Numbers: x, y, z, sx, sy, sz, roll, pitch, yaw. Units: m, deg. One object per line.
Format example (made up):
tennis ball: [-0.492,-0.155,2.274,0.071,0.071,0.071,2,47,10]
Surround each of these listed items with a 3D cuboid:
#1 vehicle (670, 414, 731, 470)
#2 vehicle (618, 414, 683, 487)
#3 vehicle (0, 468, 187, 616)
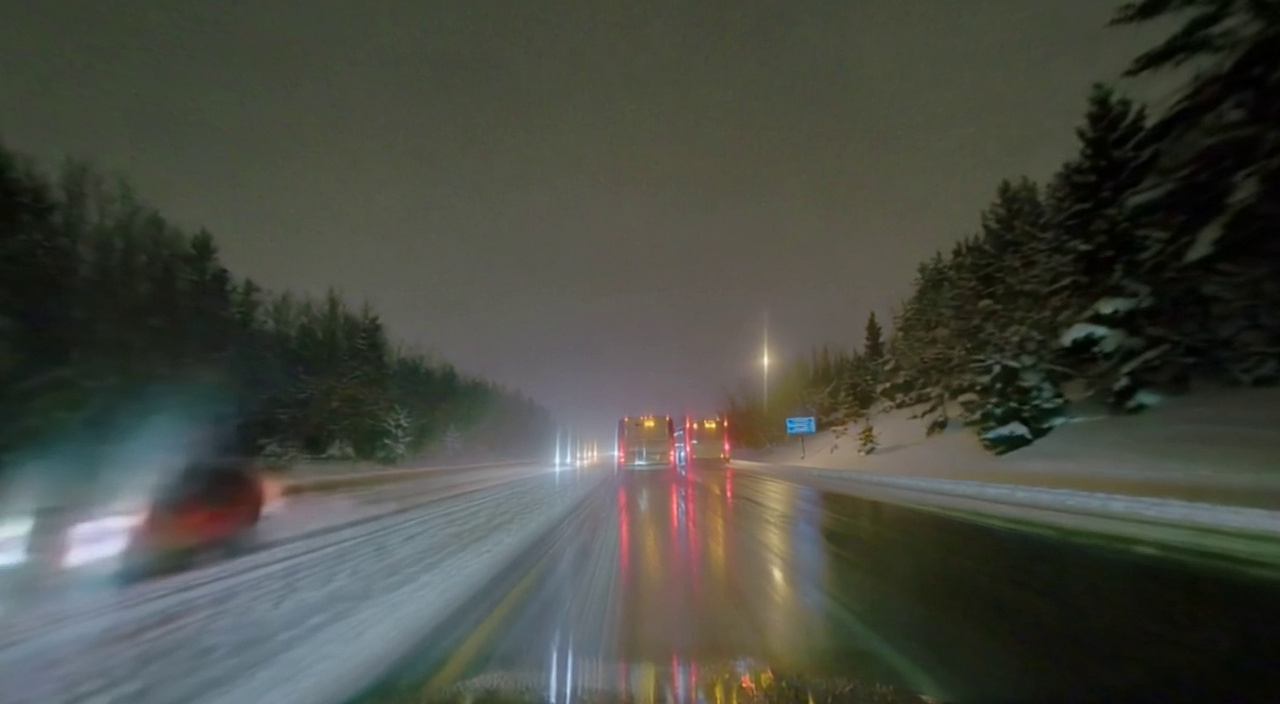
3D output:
vehicle: [4.307,6.956,47.851,3.074,3.668,12.805,0,-9,-1]
vehicle: [0.299,4.091,26.170,2.414,2.675,5.574,0,-9,-2]
vehicle: [-7.855,2.176,7.238,1.870,1.500,4.516,-1,-9,0]
